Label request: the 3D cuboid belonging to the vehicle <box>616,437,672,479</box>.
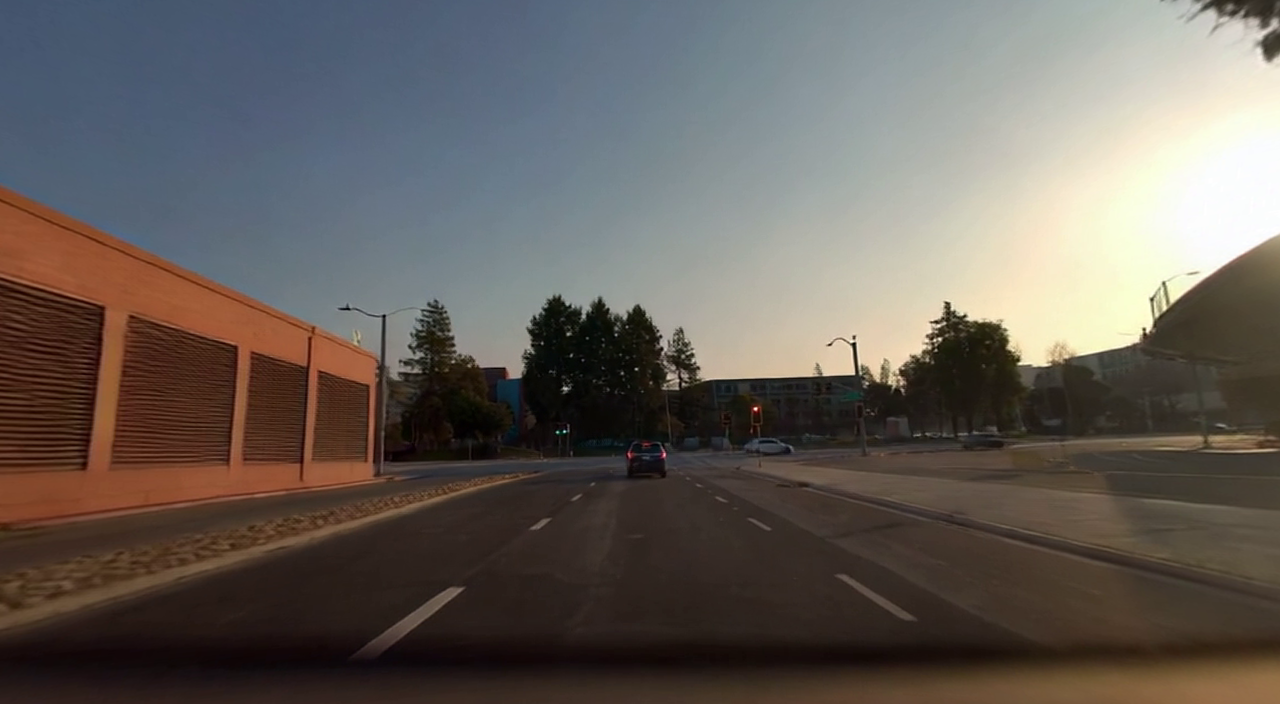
[{"bbox_3d":[0.165,4.506,27.151,2.218,1.657,4.551,0,-8,0],"label":"vehicle"}]
